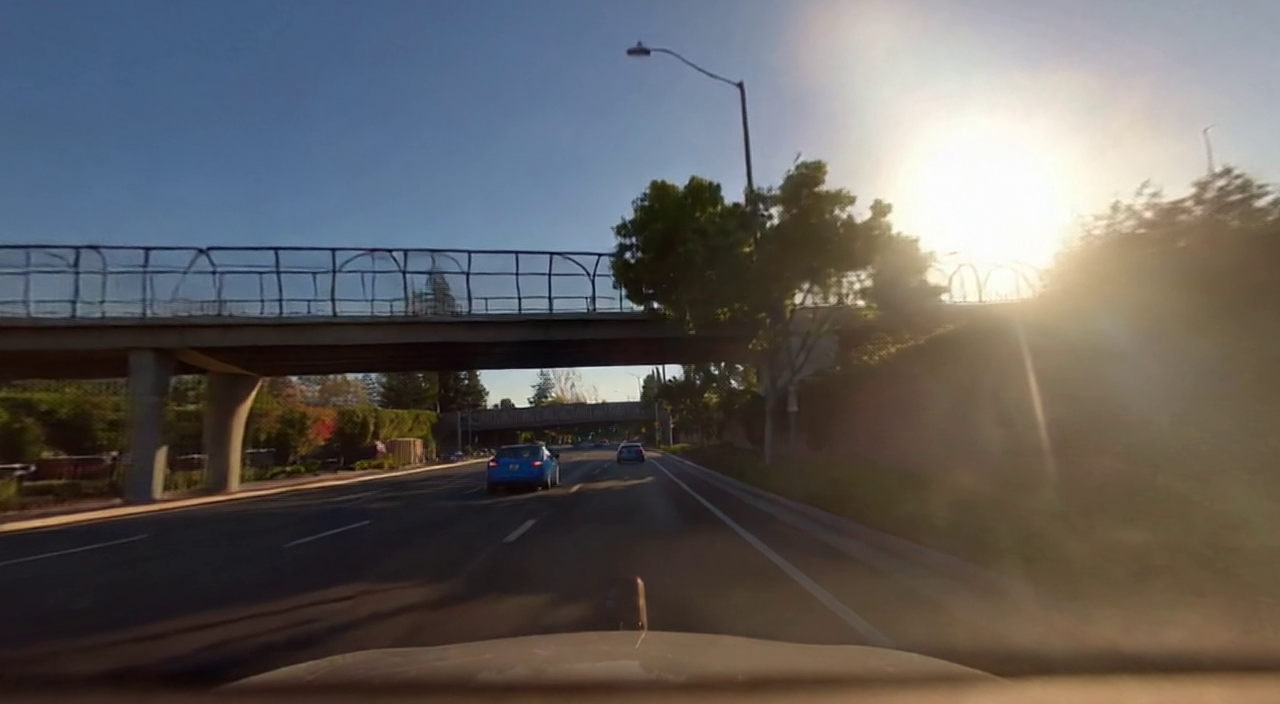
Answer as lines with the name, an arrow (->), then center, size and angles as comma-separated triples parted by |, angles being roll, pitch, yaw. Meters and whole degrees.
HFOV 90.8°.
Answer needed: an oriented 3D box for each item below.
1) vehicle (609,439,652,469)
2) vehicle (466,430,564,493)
vehicle -> -0.566, 5.628, 35.112 | 2.205, 1.509, 4.272 | 0, -8, -2
vehicle -> -3.837, 3.463, 20.382 | 2.223, 1.771, 4.581 | -1, -8, 0
